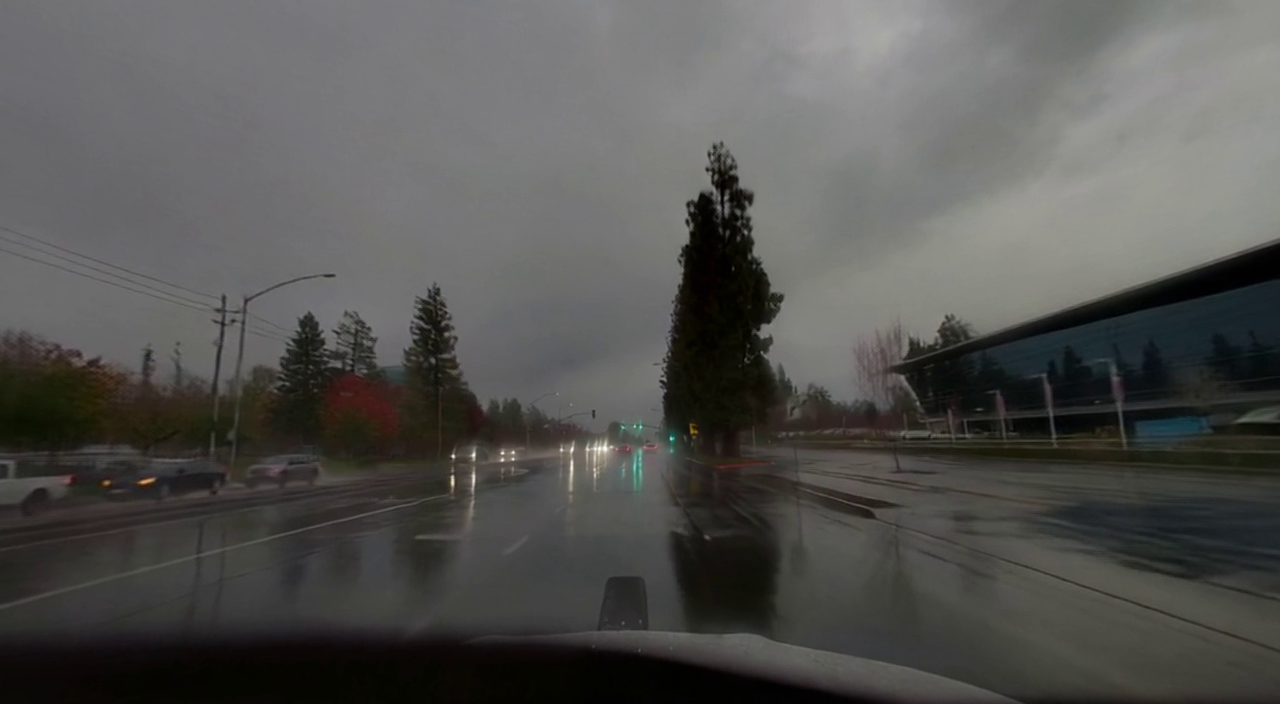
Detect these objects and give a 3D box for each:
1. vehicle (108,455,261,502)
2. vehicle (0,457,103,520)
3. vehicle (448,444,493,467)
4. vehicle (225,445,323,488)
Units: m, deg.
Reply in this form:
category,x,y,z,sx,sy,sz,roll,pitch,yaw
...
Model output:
category,x,y,z,sx,sy,sz,roll,pitch,yaw
vehicle,-17.329,4.802,24.298,1.955,1.486,5.112,0,-8,2
vehicle,-17.244,3.571,16.329,2.014,1.515,5.027,0,-8,2
vehicle,-13.257,8.097,49.352,2.145,1.754,4.777,0,-8,1
vehicle,-17.248,5.373,29.863,1.998,1.724,4.486,-3,-9,0
